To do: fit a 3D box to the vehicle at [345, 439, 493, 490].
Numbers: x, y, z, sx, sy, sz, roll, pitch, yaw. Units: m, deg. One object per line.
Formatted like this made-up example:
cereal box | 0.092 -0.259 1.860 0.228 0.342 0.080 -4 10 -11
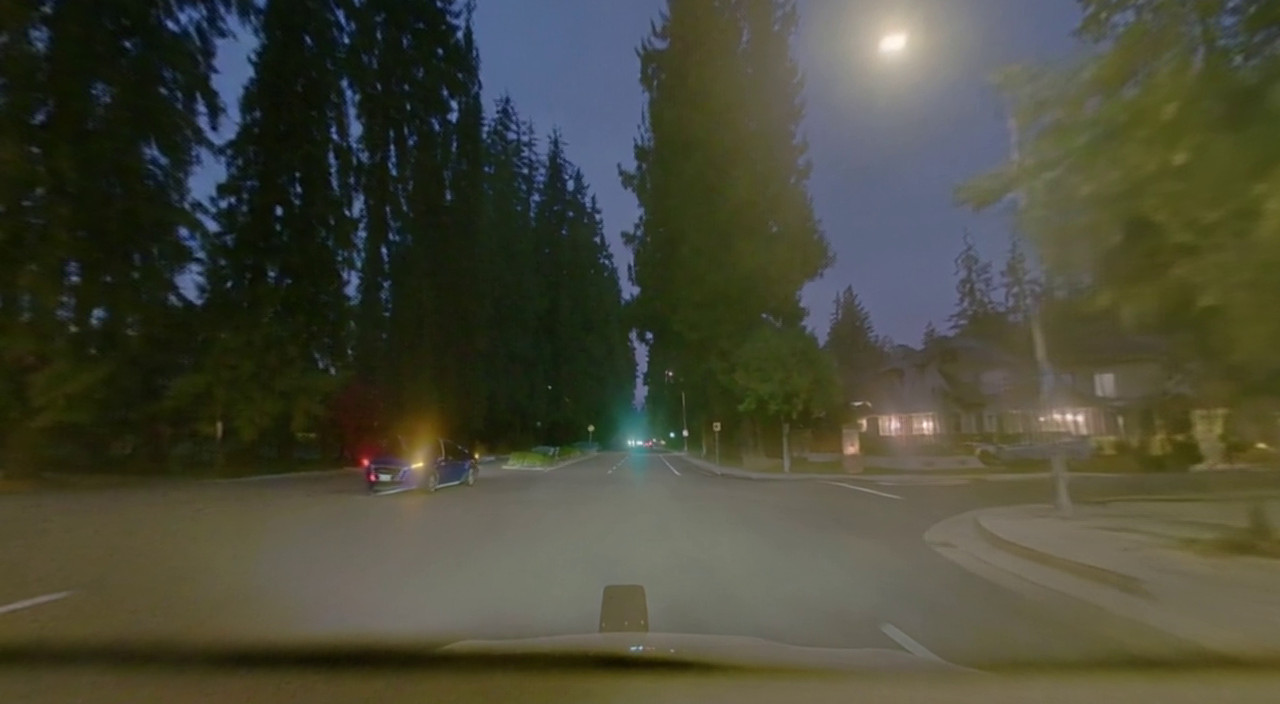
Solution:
vehicle | -8.045 4.104 23.428 2.170 1.666 4.788 -6 -10 33
